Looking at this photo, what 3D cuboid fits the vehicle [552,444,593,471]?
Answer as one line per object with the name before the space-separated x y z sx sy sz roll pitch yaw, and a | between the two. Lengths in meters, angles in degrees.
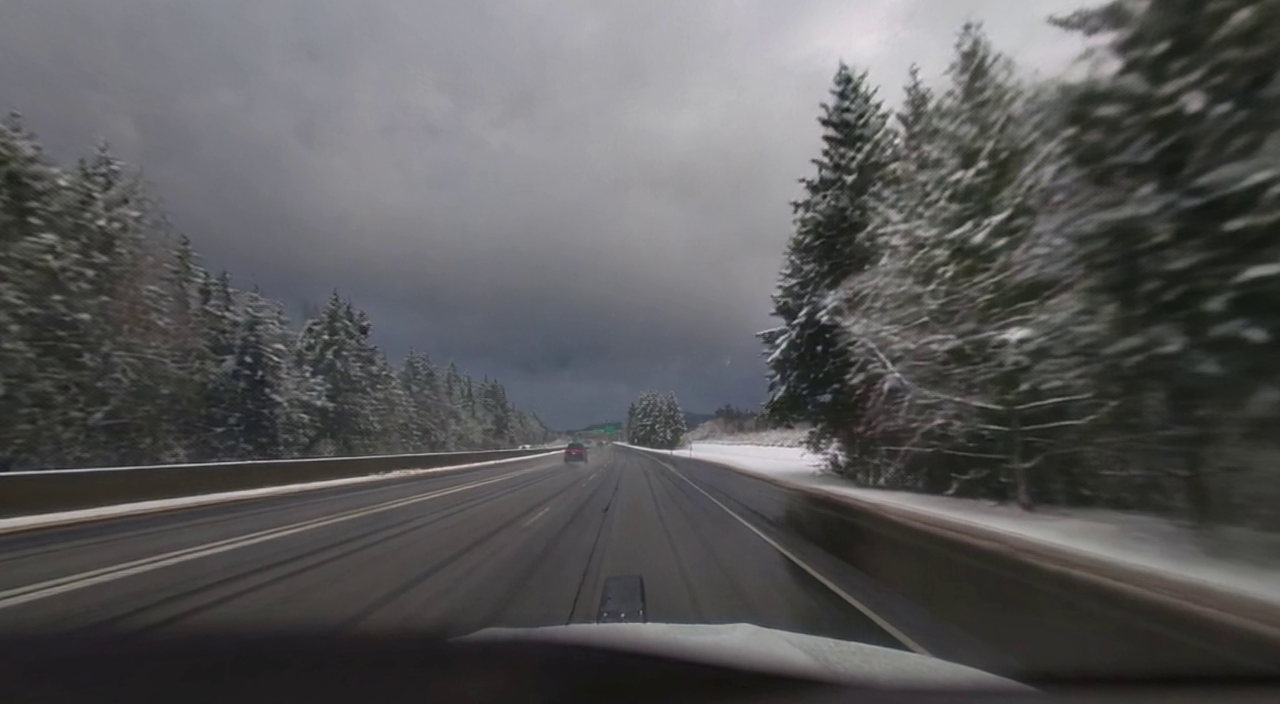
vehicle | -4.114 6.584 39.396 2.083 1.560 4.713 0 -9 -1
